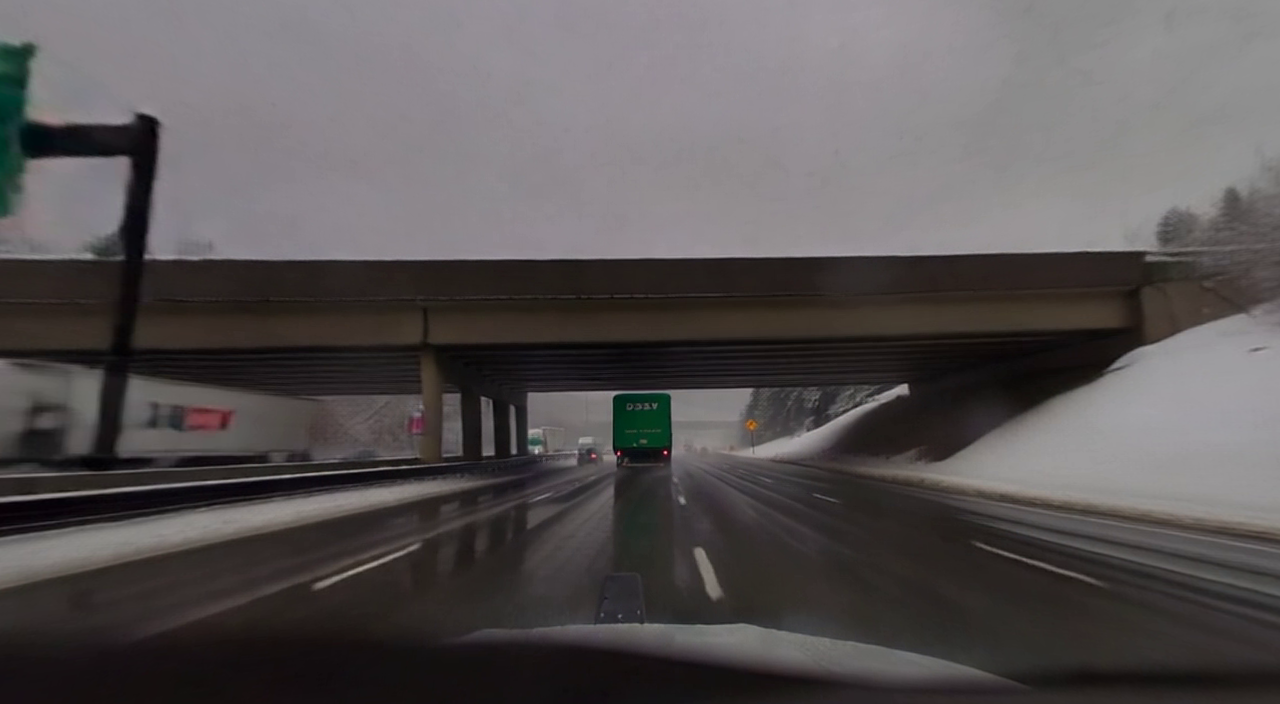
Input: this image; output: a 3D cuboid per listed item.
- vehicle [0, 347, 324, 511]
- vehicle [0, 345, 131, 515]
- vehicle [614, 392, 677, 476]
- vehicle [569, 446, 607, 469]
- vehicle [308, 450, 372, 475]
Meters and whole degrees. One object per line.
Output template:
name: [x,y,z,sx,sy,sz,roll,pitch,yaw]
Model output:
vehicle: [-16.344,2.886,22.127,2.854,3.980,13.645,-1,-9,2]
vehicle: [-16.598,1.941,15.402,3.017,3.970,5.806,0,-9,2]
vehicle: [0.441,4.891,36.492,3.025,4.002,12.709,0,-9,2]
vehicle: [-3.449,7.150,42.731,1.958,1.467,4.737,-1,-9,3]
vehicle: [-19.345,7.126,40.733,1.775,1.494,4.521,0,-9,2]
